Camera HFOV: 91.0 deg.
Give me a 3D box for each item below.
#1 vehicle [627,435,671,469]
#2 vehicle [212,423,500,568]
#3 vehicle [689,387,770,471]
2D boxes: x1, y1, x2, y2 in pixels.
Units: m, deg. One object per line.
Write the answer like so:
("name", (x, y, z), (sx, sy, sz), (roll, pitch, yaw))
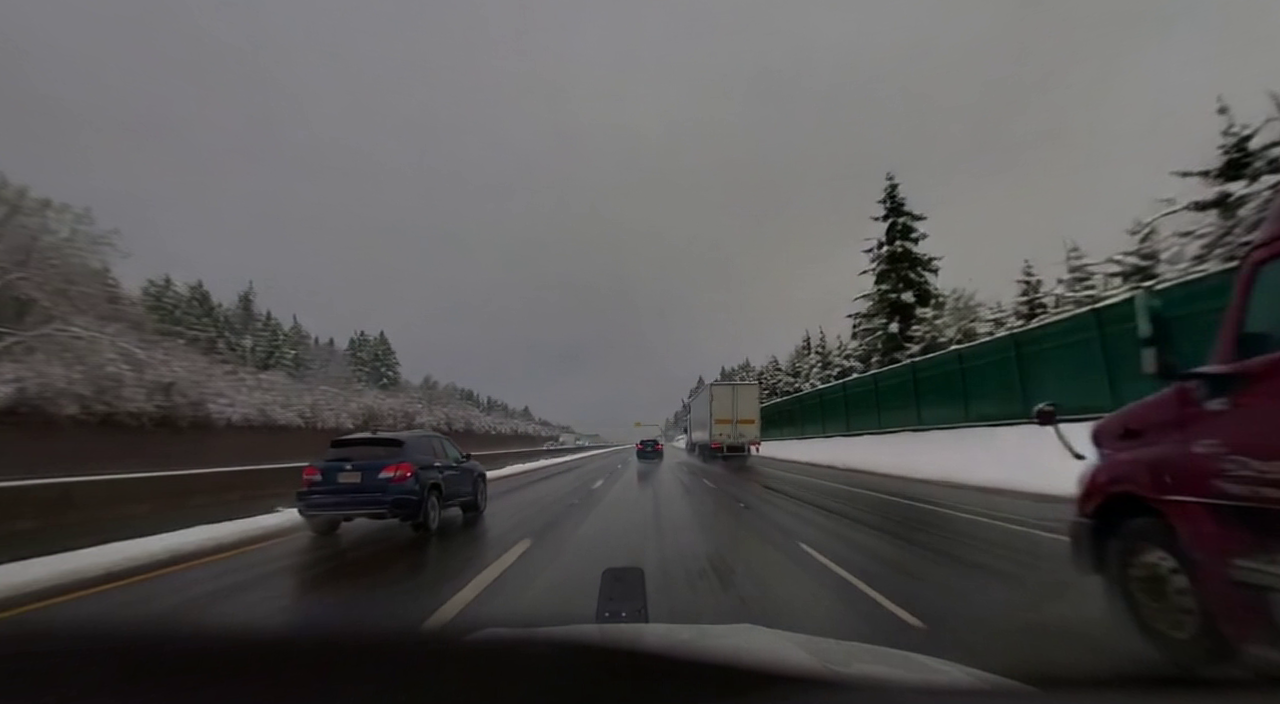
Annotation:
("vehicle", (0.488, 5.696, 36.089), (2.389, 1.760, 4.473), (0, -8, 0))
("vehicle", (-3.413, 1.785, 8.647), (1.988, 1.488, 4.113), (0, -8, 1))
("vehicle", (4.950, 4.782, 38.150), (3.117, 4.150, 13.929), (0, -8, 1))
